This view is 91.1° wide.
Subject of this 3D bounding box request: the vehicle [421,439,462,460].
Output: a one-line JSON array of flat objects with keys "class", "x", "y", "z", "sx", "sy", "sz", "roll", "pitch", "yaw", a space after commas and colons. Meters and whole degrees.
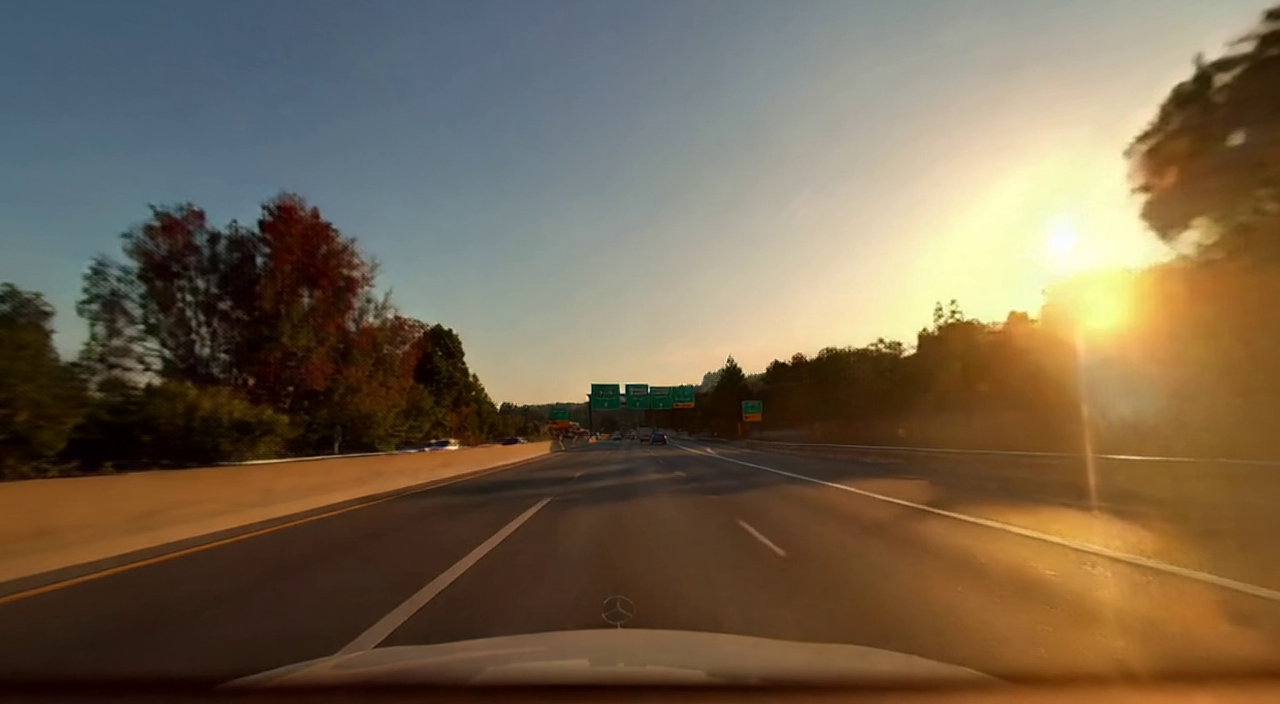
[{"class": "vehicle", "x": -15.561, "y": 7.657, "z": 49.398, "sx": 1.900, "sy": 1.538, "sz": 4.026, "roll": 0, "pitch": -8, "yaw": 0}]
